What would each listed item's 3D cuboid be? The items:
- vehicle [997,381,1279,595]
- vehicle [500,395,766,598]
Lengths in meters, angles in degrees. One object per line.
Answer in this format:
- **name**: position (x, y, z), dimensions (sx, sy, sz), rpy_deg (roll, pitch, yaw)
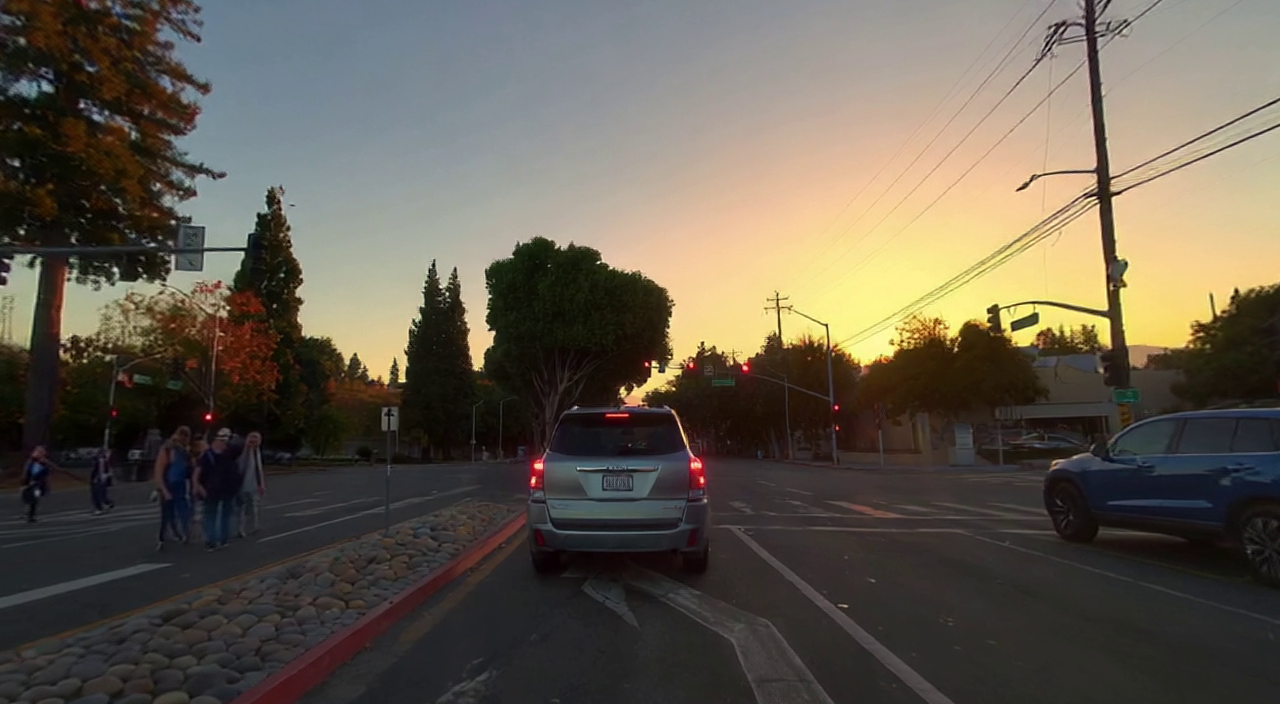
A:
- **vehicle**: position (6.580, 1.440, 7.243), dimensions (2.119, 1.827, 4.806), rpy_deg (0, -9, 0)
- **vehicle**: position (-0.096, 1.560, 7.638), dimensions (2.285, 1.729, 4.252), rpy_deg (0, -9, -1)
